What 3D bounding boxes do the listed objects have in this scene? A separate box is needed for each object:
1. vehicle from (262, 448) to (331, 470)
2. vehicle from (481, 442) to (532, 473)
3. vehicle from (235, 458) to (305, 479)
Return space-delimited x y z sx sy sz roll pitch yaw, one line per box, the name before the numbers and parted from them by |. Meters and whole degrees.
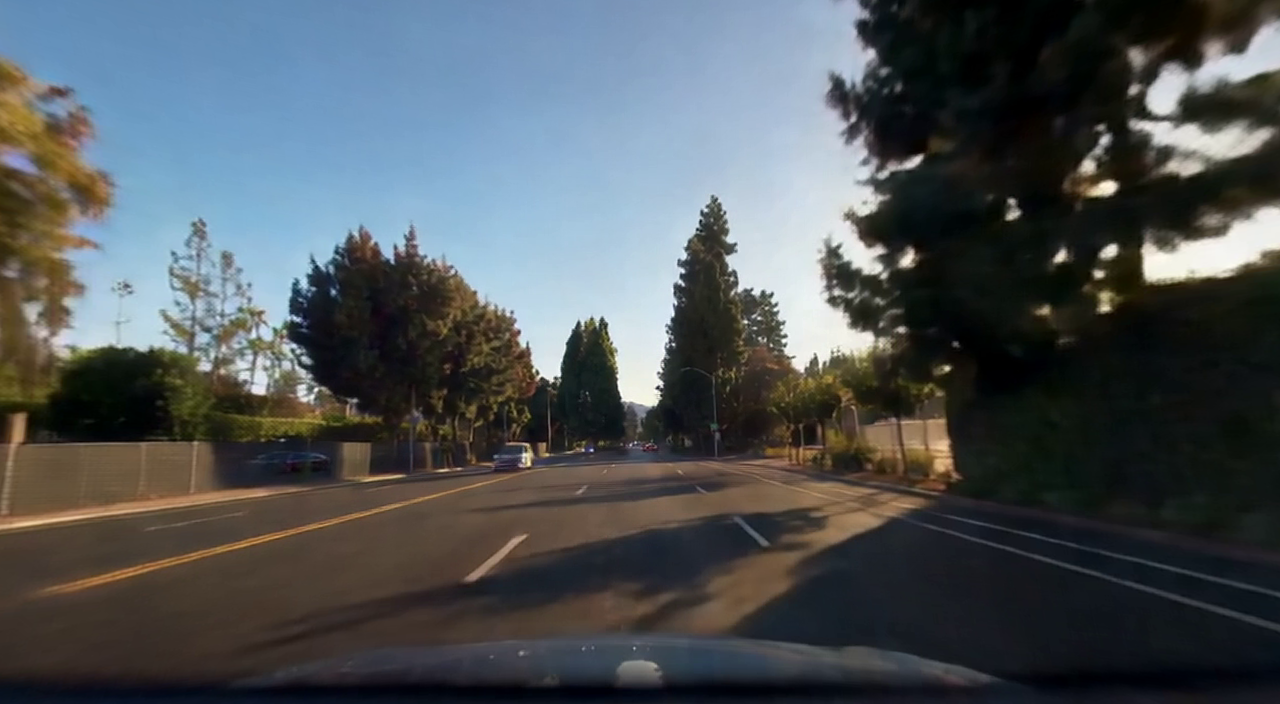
vehicle | -26.470 8.238 48.757 4.140 1.635 2.059 0 -8 -1
vehicle | -7.704 6.146 36.940 1.979 1.684 4.289 -1 -8 1
vehicle | -26.900 8.478 45.943 3.977 1.453 1.768 0 -9 3
